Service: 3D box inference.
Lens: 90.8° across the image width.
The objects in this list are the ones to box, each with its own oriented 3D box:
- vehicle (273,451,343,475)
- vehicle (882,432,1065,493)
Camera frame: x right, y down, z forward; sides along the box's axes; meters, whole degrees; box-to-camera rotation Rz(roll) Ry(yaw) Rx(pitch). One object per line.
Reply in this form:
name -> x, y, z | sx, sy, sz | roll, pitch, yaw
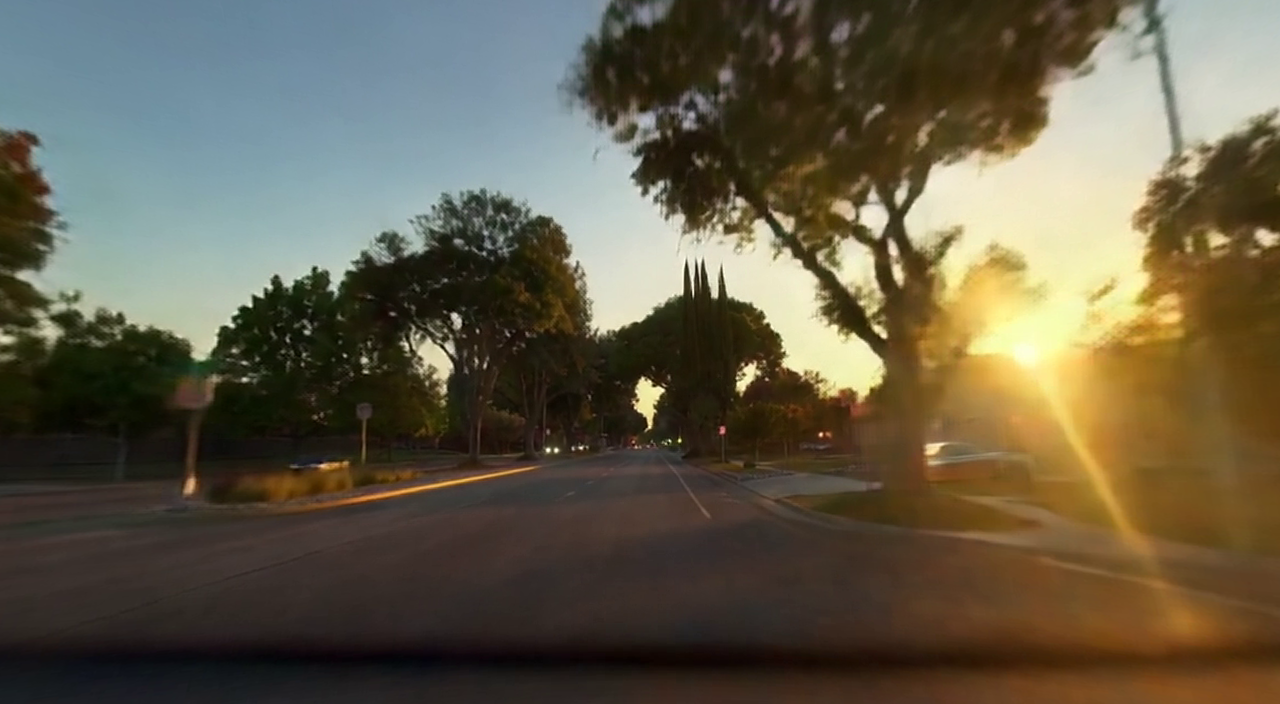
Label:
vehicle -> -21.915, 7.326, 41.947 | 1.989, 1.477, 4.760 | 0, -8, 2
vehicle -> 10.284, 3.411, 19.877 | 2.199, 1.661, 4.495 | 5, -10, -30
